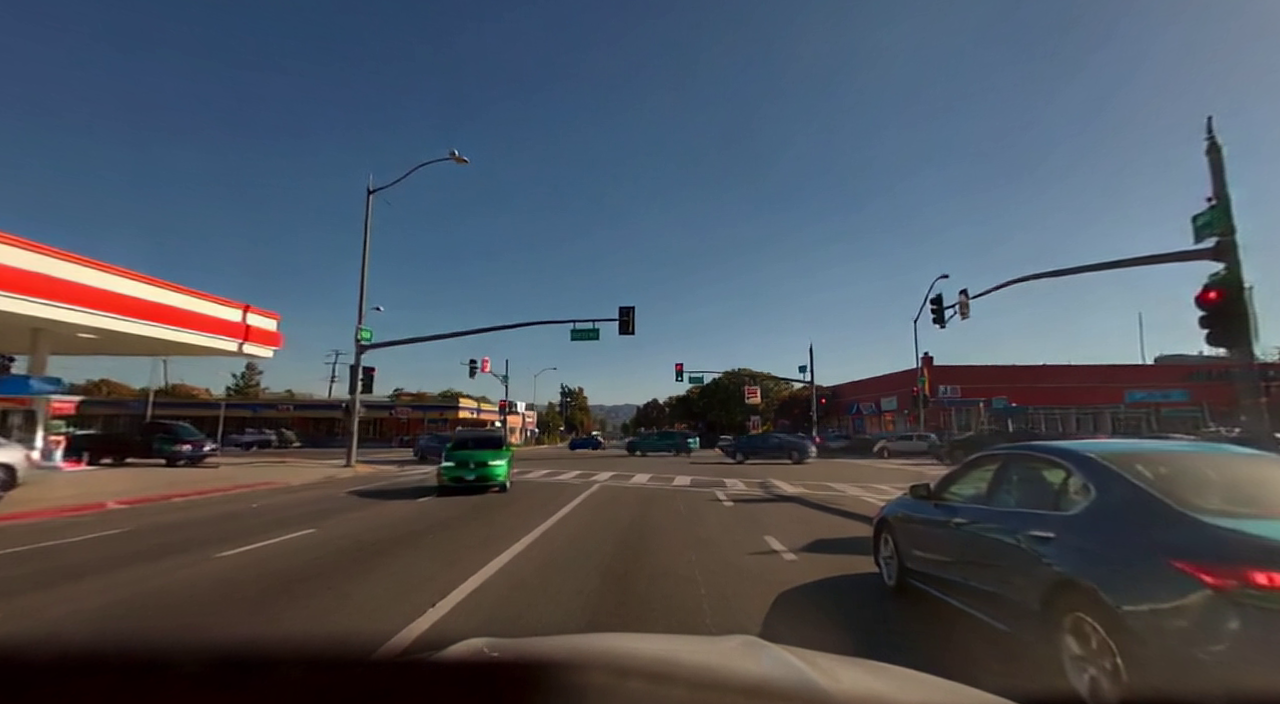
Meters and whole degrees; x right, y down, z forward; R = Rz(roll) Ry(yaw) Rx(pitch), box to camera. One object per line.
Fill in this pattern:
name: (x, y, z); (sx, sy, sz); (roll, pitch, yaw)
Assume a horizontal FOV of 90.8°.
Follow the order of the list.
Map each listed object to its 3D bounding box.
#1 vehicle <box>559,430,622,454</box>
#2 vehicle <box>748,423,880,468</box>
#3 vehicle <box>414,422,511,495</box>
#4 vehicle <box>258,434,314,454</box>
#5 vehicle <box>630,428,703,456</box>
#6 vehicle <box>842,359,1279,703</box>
vehicle: (-3.749, 6.847, 47.733); (4.433, 1.717, 1.839); (-5, -10, 29)
vehicle: (7.430, 4.026, 27.146); (5.107, 1.775, 1.992); (-5, -10, 28)
vehicle: (-4.711, 2.879, 17.392); (2.196, 1.696, 4.484); (1, -9, -12)
vehicle: (-27.472, 7.174, 48.970); (4.670, 1.458, 1.959); (-6, -10, 35)
vehicle: (1.666, 5.809, 40.693); (4.311, 1.742, 1.864); (-5, -10, 28)
vehicle: (2.990, 1.085, 3.966); (1.995, 1.525, 4.392); (0, -8, 0)
